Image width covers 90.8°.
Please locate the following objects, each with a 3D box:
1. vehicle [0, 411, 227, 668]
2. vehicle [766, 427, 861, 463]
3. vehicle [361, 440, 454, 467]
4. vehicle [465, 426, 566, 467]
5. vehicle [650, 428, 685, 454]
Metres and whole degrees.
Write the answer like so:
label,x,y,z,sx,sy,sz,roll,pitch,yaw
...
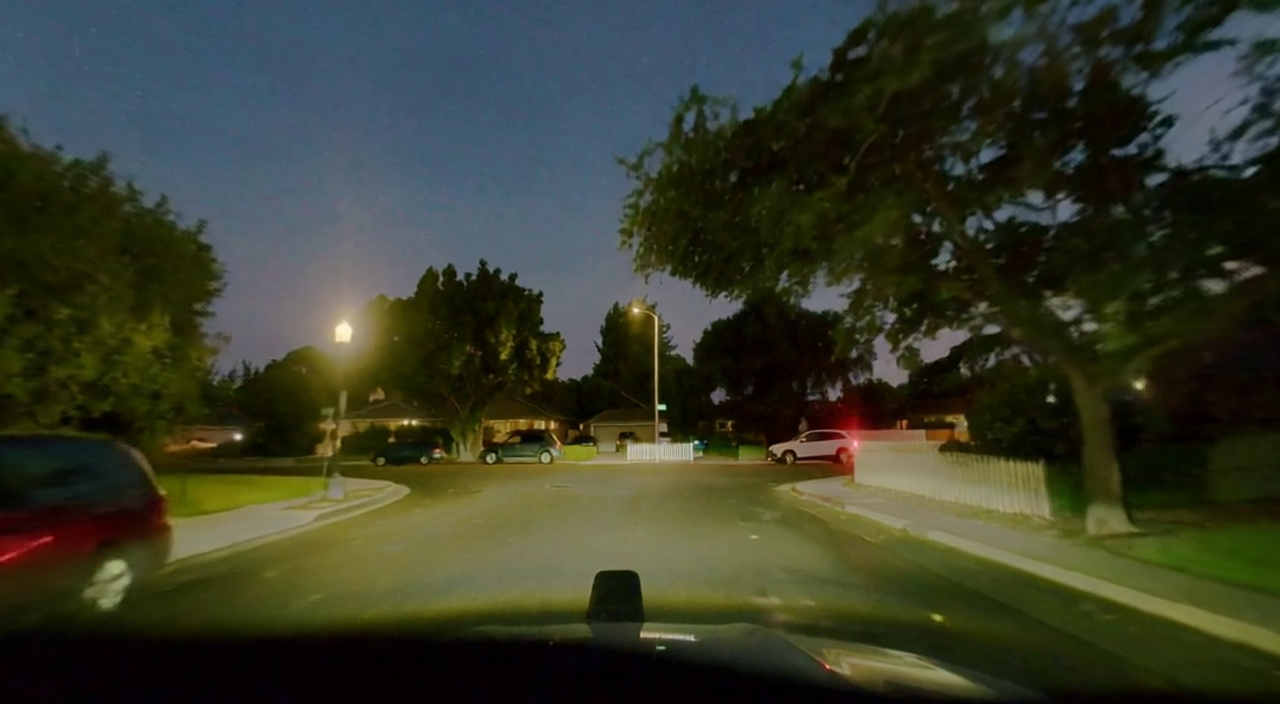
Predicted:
label,x,y,z,sx,sy,sz,roll,pitch,yaw
vehicle,-5.124,1.228,4.133,1.887,1.660,4.312,0,-8,0
vehicle,10.029,5.431,36.846,4.919,1.969,2.104,0,-9,1
vehicle,-13.316,5.848,36.417,4.650,1.480,1.782,0,-9,-1
vehicle,-7.151,5.461,36.709,5.419,2.292,2.272,0,-7,-2
vehicle,2.100,7.012,49.894,2.278,1.969,5.533,0,-8,-2
